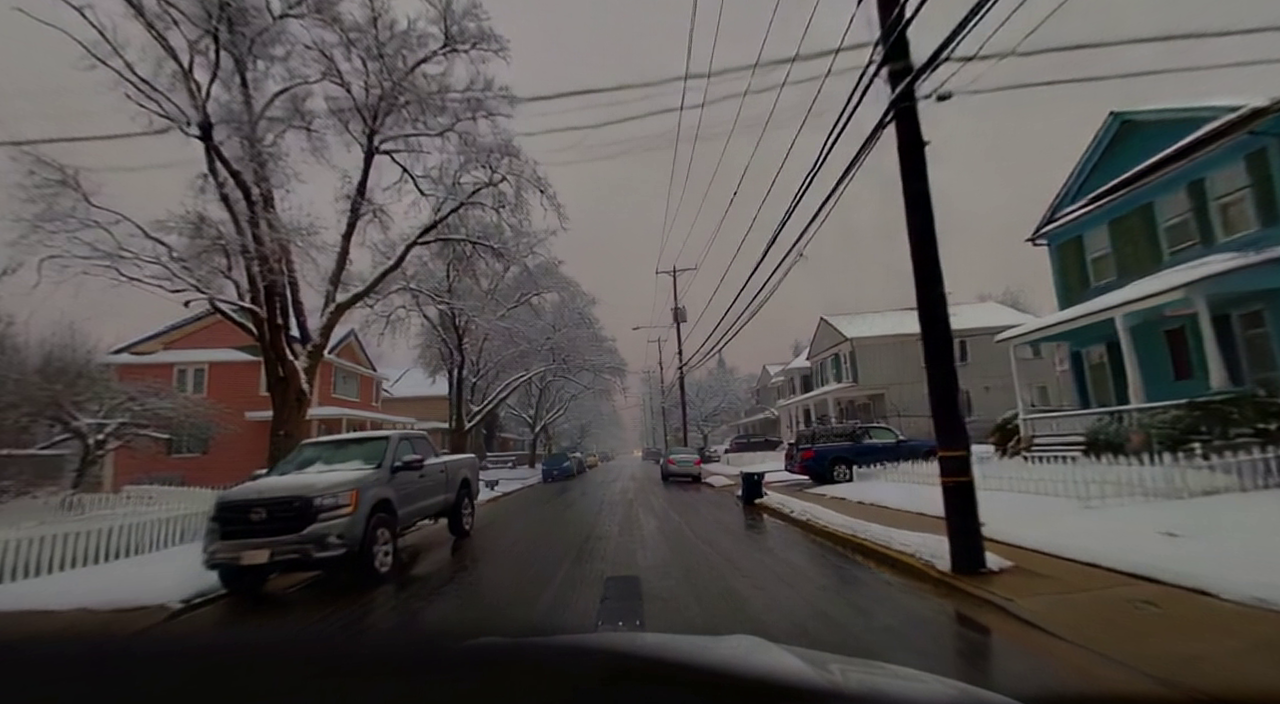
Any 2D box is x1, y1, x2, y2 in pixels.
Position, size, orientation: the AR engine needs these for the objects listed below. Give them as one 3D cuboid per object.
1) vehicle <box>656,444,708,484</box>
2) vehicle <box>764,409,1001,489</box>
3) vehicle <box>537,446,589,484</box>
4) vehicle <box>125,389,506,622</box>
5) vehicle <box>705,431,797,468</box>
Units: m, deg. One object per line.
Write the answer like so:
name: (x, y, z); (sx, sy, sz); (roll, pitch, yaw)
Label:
vehicle: (1.889, 5.217, 29.852); (2.043, 1.631, 4.613); (0, -8, -1)
vehicle: (6.773, 2.747, 18.206); (5.974, 2.066, 2.152); (1, -7, -1)
vehicle: (-4.365, 6.429, 36.508); (2.204, 1.655, 4.813); (-8, -8, -1)
vehicle: (-3.742, 1.839, 8.926); (2.399, 2.085, 5.589); (-3, -8, 0)
vehicle: (6.887, 6.093, 39.554); (5.274, 2.170, 2.205); (1, -7, -3)
